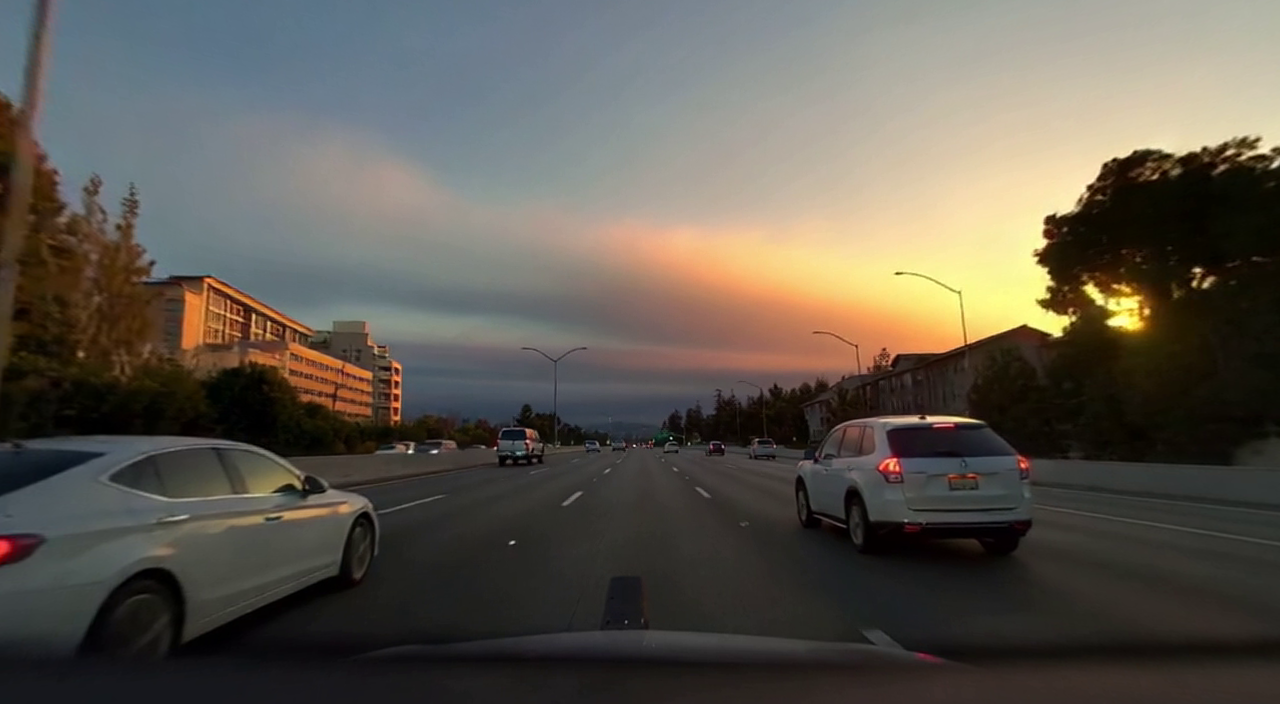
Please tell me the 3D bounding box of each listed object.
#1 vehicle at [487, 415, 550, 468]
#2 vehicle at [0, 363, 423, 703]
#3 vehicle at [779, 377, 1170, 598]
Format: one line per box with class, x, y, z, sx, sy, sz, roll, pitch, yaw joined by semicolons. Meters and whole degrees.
vehicle;-6.979;5.296;37.176;2.362;2.778;6.630;0;-8;0
vehicle;-3.292;1.080;4.018;2.080;1.542;4.718;0;-8;1
vehicle;3.363;1.494;7.812;2.148;1.852;4.835;0;-8;0
